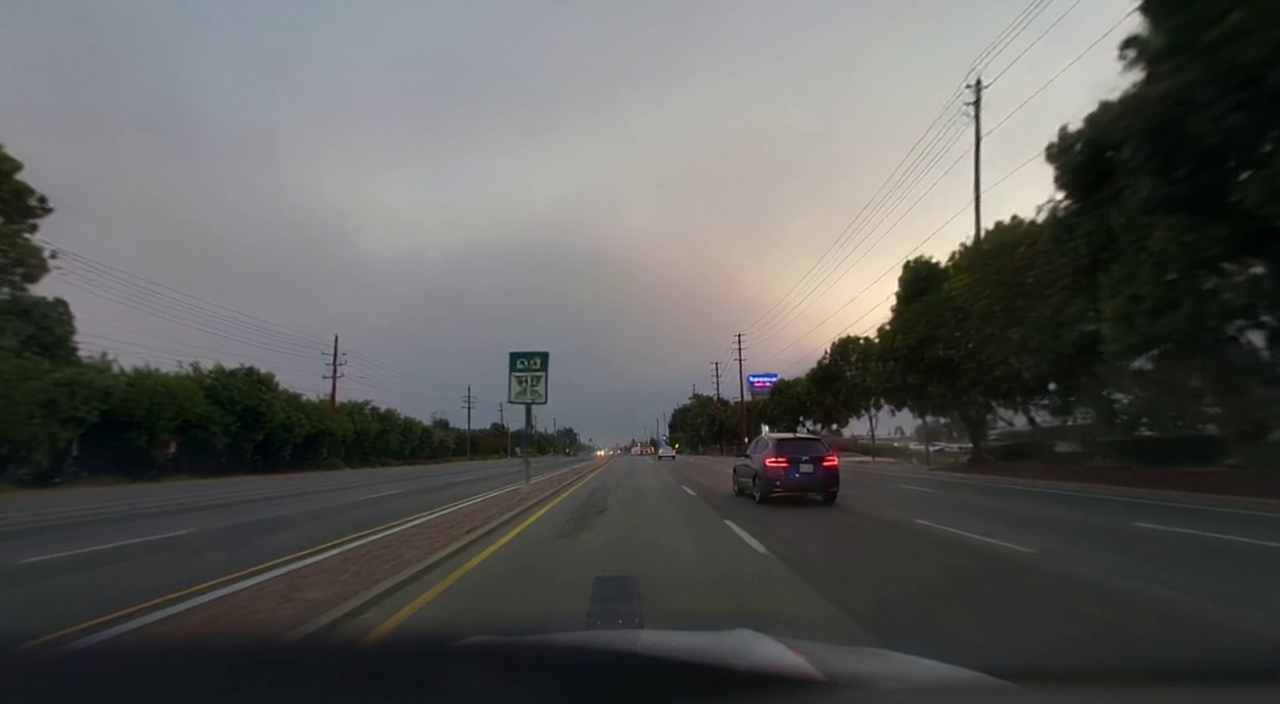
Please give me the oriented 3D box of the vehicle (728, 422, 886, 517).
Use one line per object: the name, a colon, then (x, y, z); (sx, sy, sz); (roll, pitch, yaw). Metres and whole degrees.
vehicle: (3.248, 2.380, 13.261); (2.078, 1.668, 4.078); (0, -8, -2)
